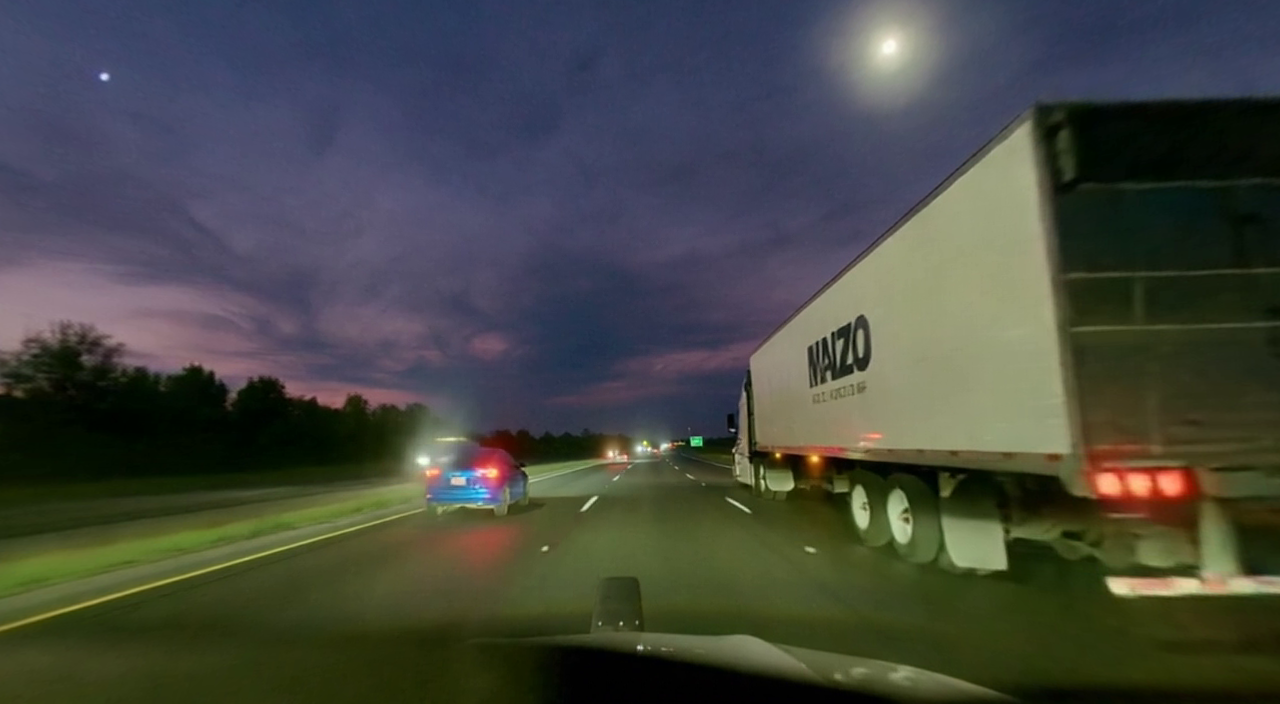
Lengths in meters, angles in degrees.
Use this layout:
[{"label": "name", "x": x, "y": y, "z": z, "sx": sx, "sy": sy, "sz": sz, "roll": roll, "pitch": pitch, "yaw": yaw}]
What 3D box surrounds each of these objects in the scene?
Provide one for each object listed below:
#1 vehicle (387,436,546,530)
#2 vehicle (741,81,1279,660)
[{"label": "vehicle", "x": -3.208, "y": 2.504, "z": 12.704, "sx": 1.945, "sy": 1.537, "sz": 4.294, "roll": 0, "pitch": -9, "yaw": 1}, {"label": "vehicle", "x": 4.454, "y": 1.034, "z": 11.255, "sx": 2.832, "sy": 4.034, "sz": 13.924, "roll": 0, "pitch": -9, "yaw": -1}]
